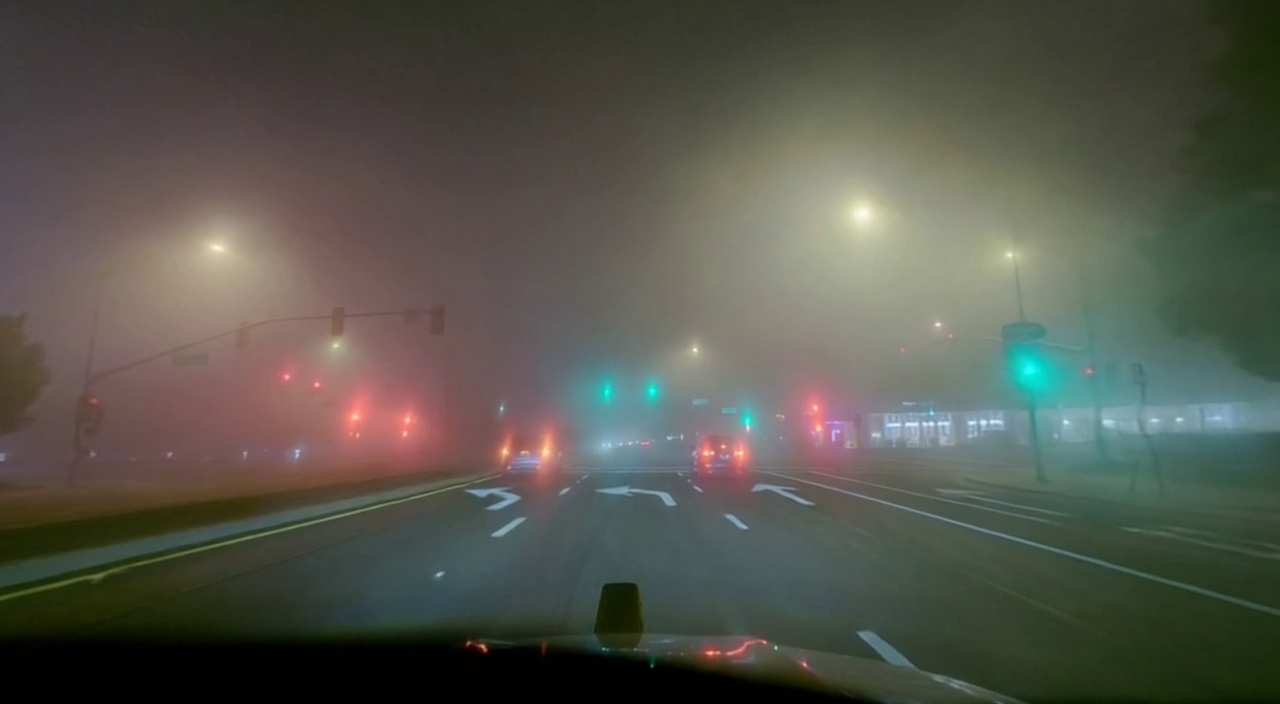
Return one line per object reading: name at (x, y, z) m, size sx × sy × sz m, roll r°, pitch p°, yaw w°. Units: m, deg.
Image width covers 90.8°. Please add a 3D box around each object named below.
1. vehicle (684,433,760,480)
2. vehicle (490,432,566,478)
vehicle at (2.875, 3.830, 23.338) m, size 2.130 × 1.524 × 4.722 m, roll 0°, pitch -9°, yaw -1°
vehicle at (-4.062, 3.849, 23.742) m, size 1.973 × 1.526 × 4.533 m, roll 0°, pitch -9°, yaw 1°
